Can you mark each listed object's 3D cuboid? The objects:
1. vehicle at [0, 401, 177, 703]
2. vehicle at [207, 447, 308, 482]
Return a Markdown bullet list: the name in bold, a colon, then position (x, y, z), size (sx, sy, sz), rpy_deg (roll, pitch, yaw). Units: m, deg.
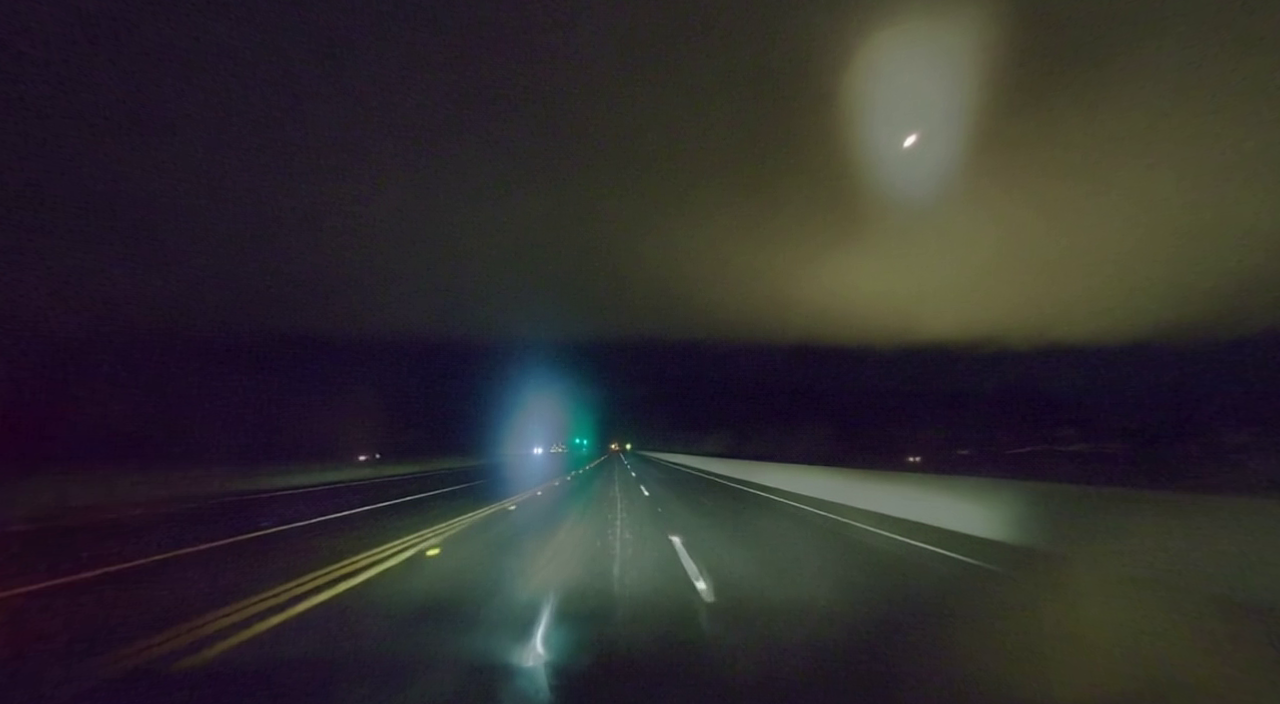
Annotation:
- **vehicle**: position (-4.205, 0.904, 2.432), size (1.722, 1.523, 3.736), rpy_deg (-1, -9, 6)
- **vehicle**: position (-18.336, 5.399, 30.548), size (2.036, 1.525, 4.677), rpy_deg (0, -9, -1)
